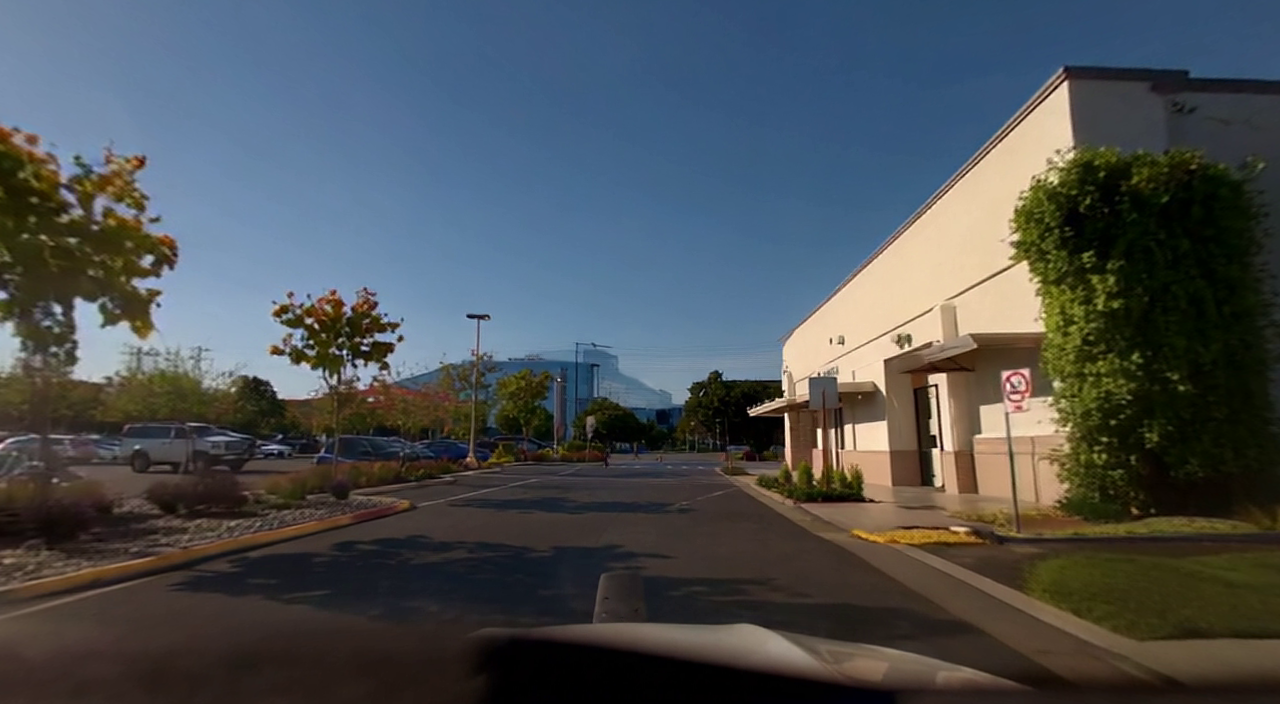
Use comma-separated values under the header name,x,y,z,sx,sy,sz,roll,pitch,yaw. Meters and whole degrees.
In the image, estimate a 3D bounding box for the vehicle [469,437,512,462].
name,x,y,z,sx,sy,sz,roll,pitch,yaw
vehicle,-10.383,6.804,44.224,1.892,1.597,4.259,0,-8,1

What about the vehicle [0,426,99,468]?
name,x,y,z,sx,sy,sz,roll,pitch,yaw
vehicle,-25.246,3.887,25.934,1.876,1.591,4.470,0,-8,4

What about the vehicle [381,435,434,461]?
name,x,y,z,sx,sy,sz,roll,pitch,yaw
vehicle,-16.062,6.669,43.809,1.902,1.645,3.903,0,-9,5

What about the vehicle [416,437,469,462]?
name,x,y,z,sx,sy,sz,roll,pitch,yaw
vehicle,-13.545,6.698,43.608,1.928,1.613,4.197,-1,-8,6

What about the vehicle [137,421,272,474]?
name,x,y,z,sx,sy,sz,roll,pitch,yaw
vehicle,-17.380,3.858,25.563,1.972,1.923,4.535,0,-8,4

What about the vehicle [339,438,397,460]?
name,x,y,z,sx,sy,sz,roll,pitch,yaw
vehicle,-18.846,6.744,43.949,1.909,1.474,3.908,-1,-8,6

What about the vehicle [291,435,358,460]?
name,x,y,z,sx,sy,sz,roll,pitch,yaw
vehicle,-21.851,6.634,43.954,1.773,1.498,4.085,2,-8,16
